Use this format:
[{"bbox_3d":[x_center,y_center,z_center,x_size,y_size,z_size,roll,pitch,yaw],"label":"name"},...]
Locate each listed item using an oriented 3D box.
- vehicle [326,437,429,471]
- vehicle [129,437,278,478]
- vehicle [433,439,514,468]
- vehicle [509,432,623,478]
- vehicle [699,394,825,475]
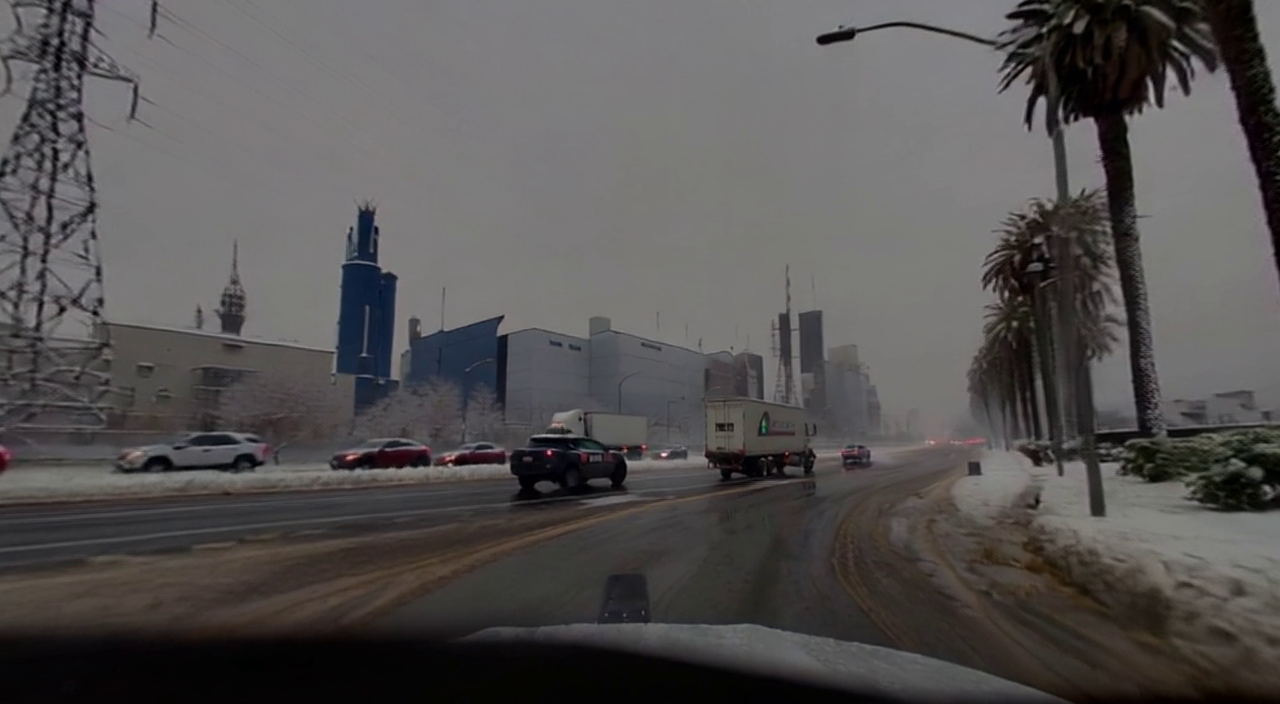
[{"bbox_3d":[-13.244,5.144,32.061,1.847,1.567,4.532,-5,-10,32],"label":"vehicle"},{"bbox_3d":[-17.188,4.153,25.055,1.792,1.451,4.419,-5,-10,32],"label":"vehicle"},{"bbox_3d":[-9.624,5.971,36.785,1.785,1.502,4.457,-6,-13,32],"label":"vehicle"},{"bbox_3d":[-3.364,4.884,30.327,2.266,1.950,5.866,-5,-10,31],"label":"vehicle"},{"bbox_3d":[7.432,4.822,36.508,2.903,3.933,11.567,-5,-10,32],"label":"vehicle"}]
